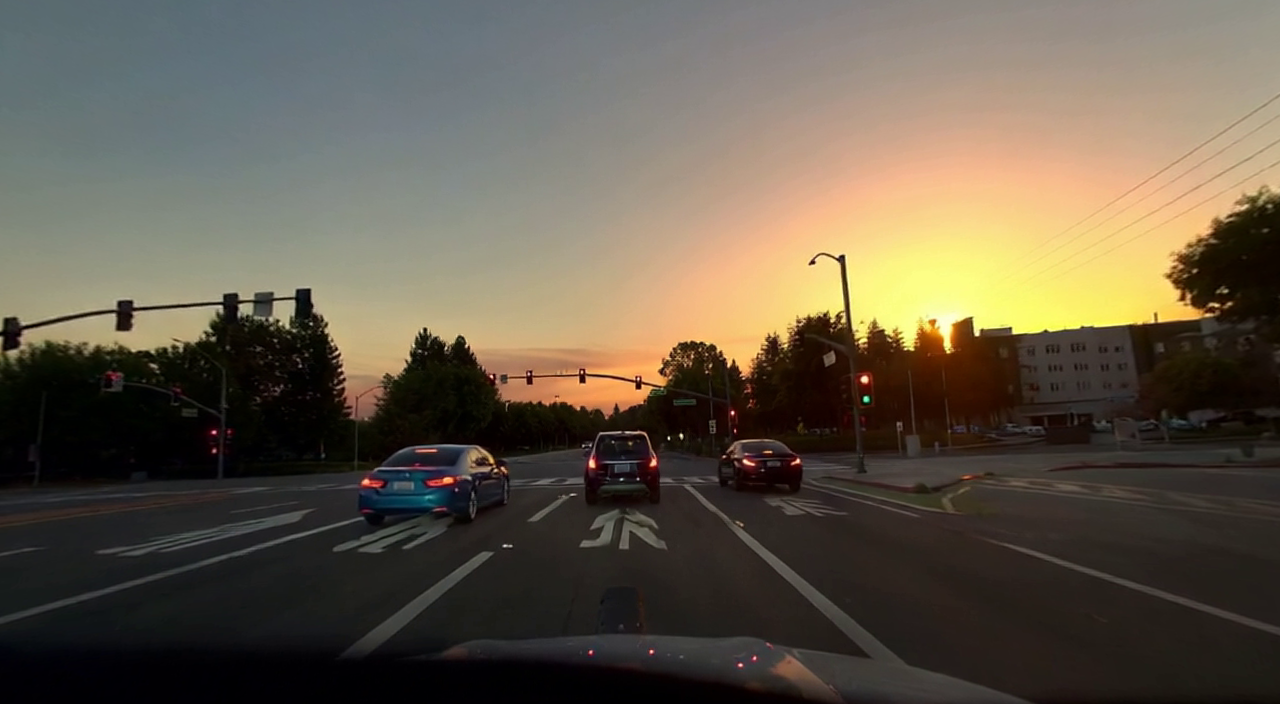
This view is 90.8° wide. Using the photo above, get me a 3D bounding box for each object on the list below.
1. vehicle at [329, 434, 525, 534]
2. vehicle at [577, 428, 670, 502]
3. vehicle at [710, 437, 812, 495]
[{"bbox_3d":[-3.586,2.303,11.695,2.052,1.472,4.479,0,-8,0],"label":"vehicle"},{"bbox_3d":[-0.353,2.776,15.847,2.038,1.599,3.844,0,-8,0],"label":"vehicle"},{"bbox_3d":[3.288,3.191,18.119,1.970,1.449,4.433,0,-8,-1],"label":"vehicle"}]
